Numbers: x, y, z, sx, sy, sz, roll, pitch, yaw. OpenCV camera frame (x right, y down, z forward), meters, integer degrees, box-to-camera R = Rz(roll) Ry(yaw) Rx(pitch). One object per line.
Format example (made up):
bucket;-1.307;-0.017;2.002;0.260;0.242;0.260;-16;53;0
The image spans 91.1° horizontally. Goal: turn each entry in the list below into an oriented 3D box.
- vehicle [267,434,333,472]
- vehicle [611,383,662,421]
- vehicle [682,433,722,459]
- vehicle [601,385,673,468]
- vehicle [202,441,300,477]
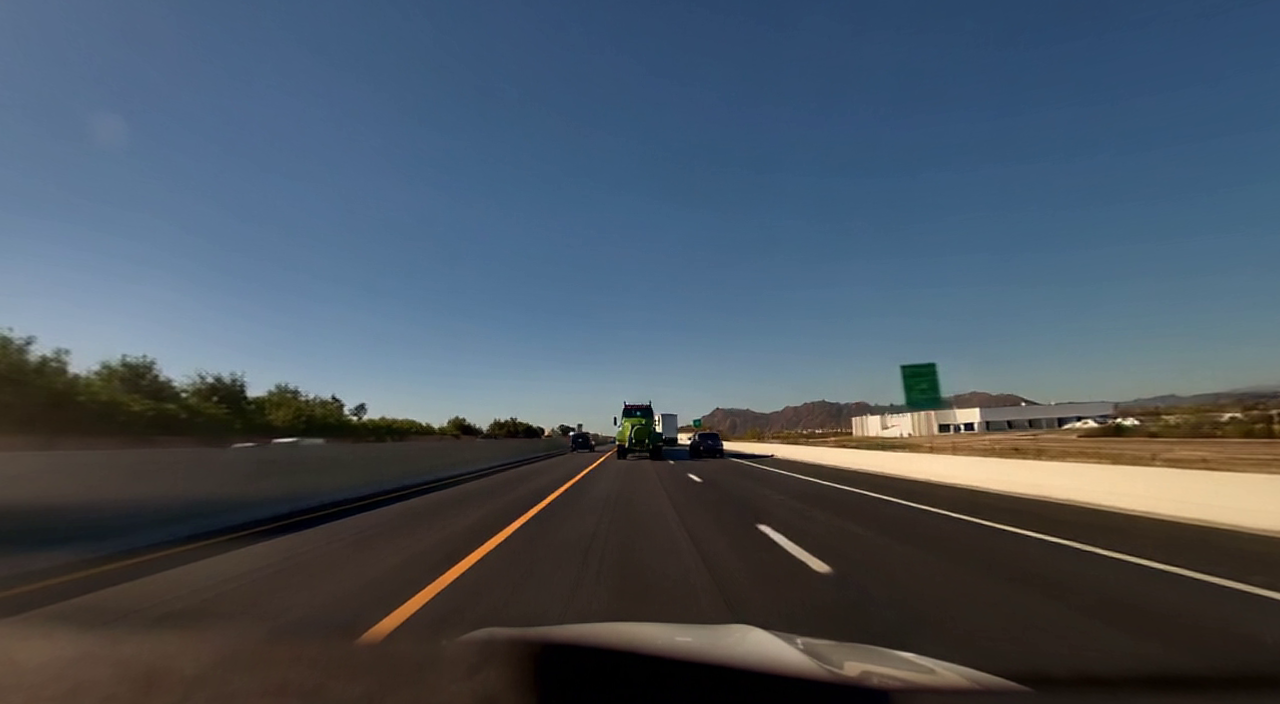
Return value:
vehicle;-18.339;5.437;34.040;1.741;1.925;3.045;0;-8;1
vehicle;-0.171;2.317;28.118;2.112;1.472;4.240;0;-8;-1
vehicle;3.767;5.773;38.930;1.910;1.492;4.324;0;-8;-1
vehicle;-0.307;3.966;32.764;2.953;3.406;13.372;0;-8;-2
vehicle;-18.357;5.057;29.967;1.830;1.521;4.495;0;-8;0
